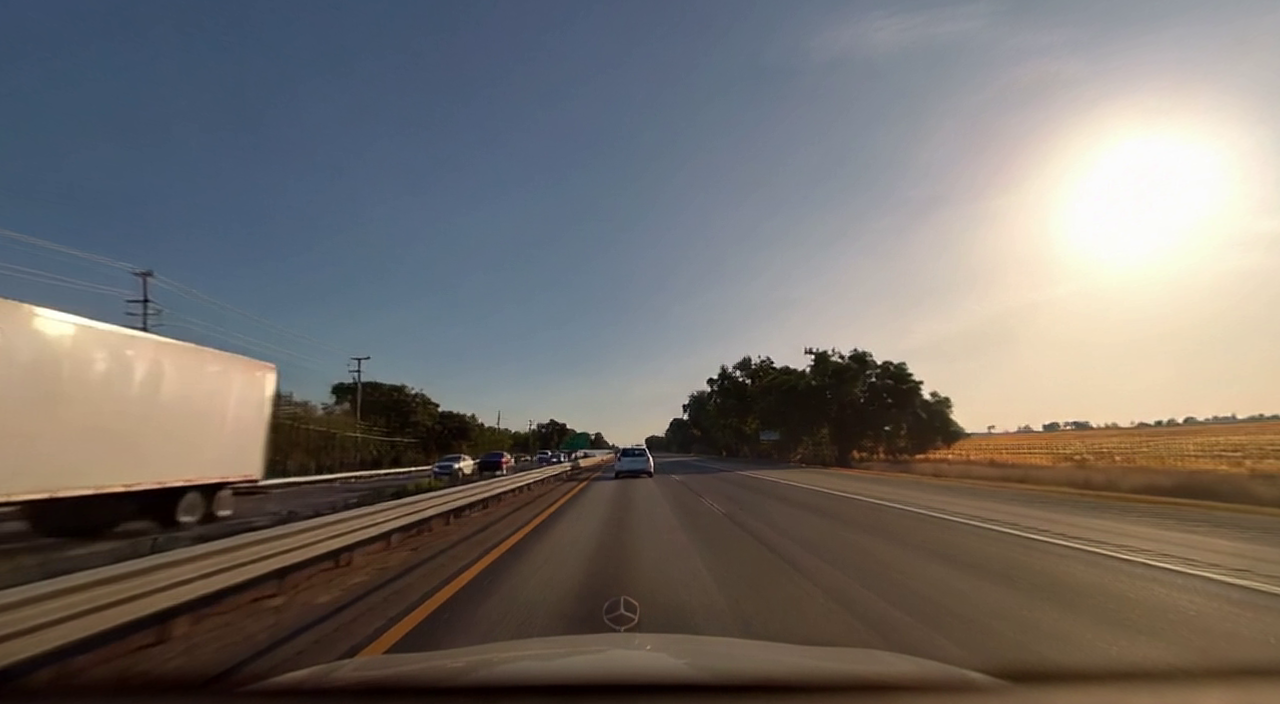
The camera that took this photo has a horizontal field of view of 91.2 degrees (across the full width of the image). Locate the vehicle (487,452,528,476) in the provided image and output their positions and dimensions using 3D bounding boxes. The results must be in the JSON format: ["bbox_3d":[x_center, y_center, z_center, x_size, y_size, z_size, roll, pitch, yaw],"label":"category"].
[{"bbox_3d":[-8.812,7.448,42.005,1.873,1.488,4.057,0,-9,0],"label":"vehicle"}]

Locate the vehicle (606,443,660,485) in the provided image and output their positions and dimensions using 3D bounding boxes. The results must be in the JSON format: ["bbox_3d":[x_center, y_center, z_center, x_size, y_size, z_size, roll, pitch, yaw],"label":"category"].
[{"bbox_3d":[-0.279,4.411,24.945,1.971,1.518,4.108,0,-9,-1],"label":"vehicle"}]

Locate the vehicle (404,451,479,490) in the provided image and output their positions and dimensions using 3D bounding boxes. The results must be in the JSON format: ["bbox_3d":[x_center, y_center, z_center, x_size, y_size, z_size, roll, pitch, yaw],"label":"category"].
[{"bbox_3d":[-8.901,5.320,28.482,1.923,1.545,4.492,0,-9,0],"label":"vehicle"}]

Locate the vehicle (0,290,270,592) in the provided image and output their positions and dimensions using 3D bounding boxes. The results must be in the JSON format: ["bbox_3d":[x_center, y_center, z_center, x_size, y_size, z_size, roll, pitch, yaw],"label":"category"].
[{"bbox_3d":[-8.651,1.241,8.556,2.739,3.387,7.184,0,-9,0],"label":"vehicle"}]
